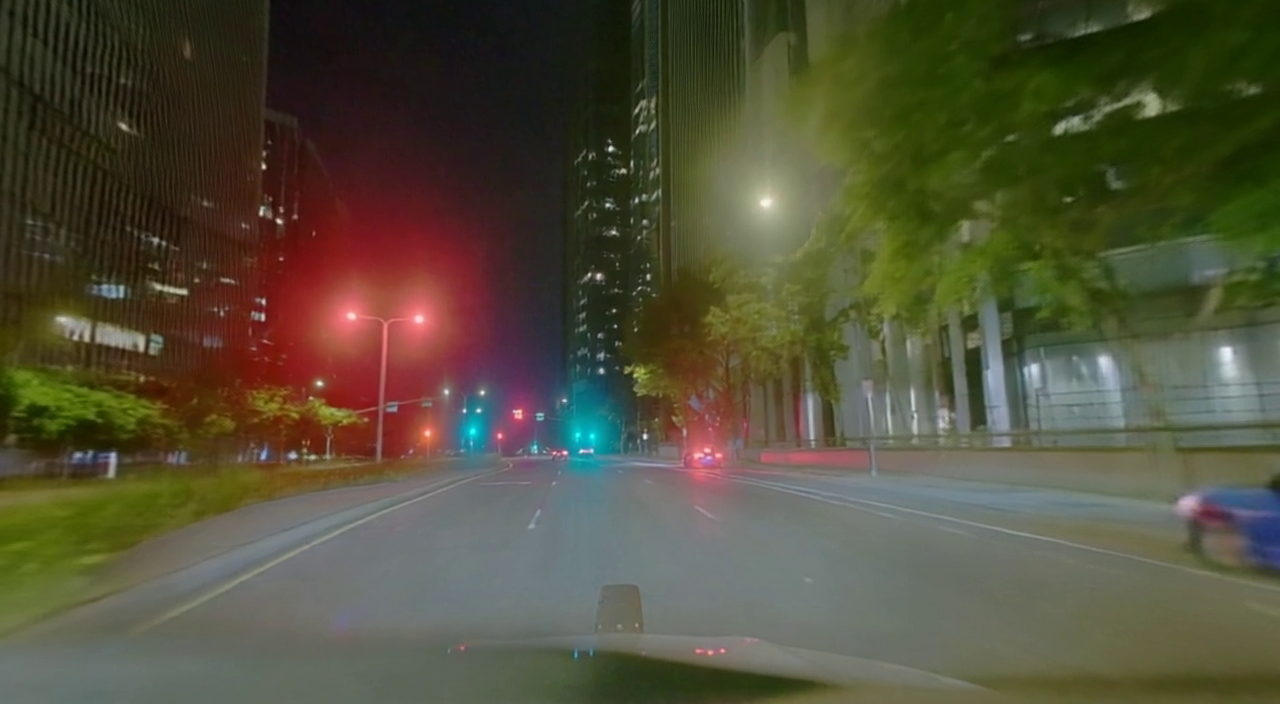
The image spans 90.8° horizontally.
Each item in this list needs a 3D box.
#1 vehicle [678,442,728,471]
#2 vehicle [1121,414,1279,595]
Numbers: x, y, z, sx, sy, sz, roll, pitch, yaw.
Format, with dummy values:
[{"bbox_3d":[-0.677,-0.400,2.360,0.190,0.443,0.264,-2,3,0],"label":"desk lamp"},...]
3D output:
[{"bbox_3d":[3.754,6.330,38.620,2.042,1.635,4.858,1,-8,-7],"label":"vehicle"},{"bbox_3d":[6.311,1.128,4.288,1.984,1.479,5.102,0,-8,-2],"label":"vehicle"}]
